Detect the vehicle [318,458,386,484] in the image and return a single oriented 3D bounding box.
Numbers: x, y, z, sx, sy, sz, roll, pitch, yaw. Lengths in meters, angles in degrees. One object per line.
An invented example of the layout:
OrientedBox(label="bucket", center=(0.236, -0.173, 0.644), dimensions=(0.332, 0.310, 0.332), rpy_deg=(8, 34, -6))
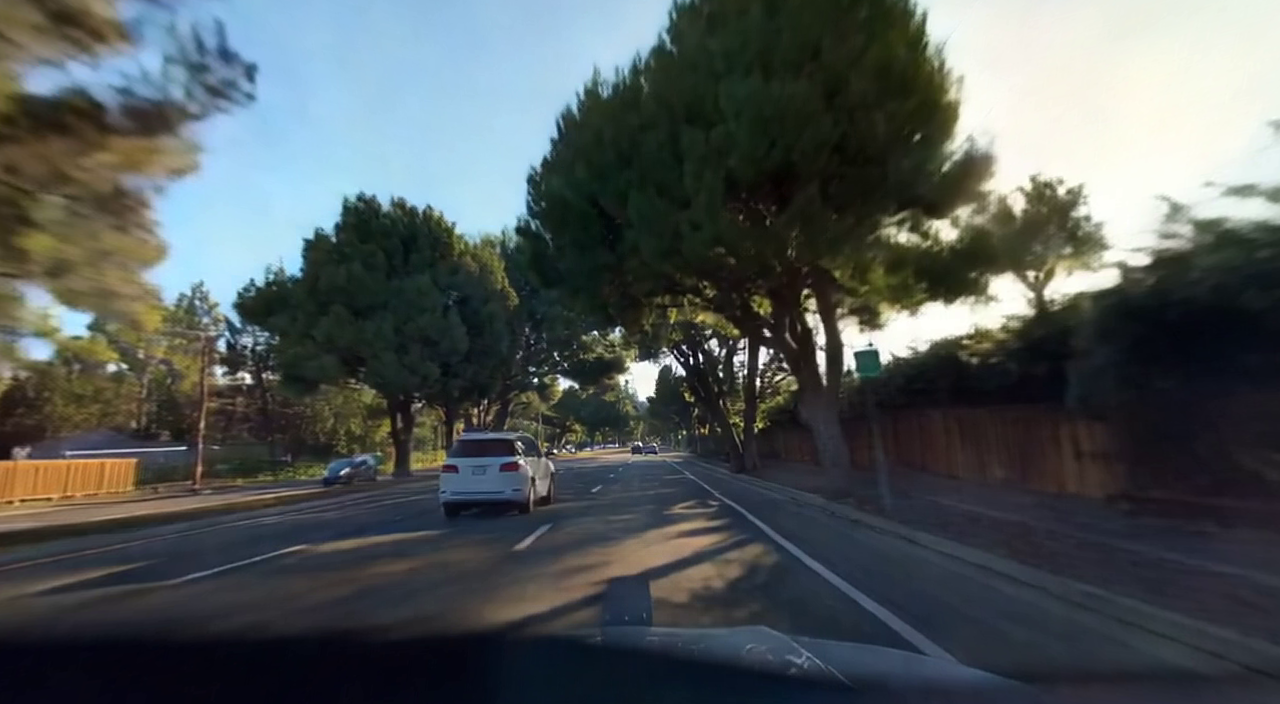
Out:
OrientedBox(label="vehicle", center=(-18.714, 7.702, 41.158), dimensions=(1.978, 1.541, 4.664), rpy_deg=(-1, -9, 4))

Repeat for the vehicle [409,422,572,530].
OrientedBox(label="vehicle", center=(-2.865, 2.505, 13.394), dimensions=(2.160, 1.855, 4.695), rpy_deg=(0, -8, 2))
